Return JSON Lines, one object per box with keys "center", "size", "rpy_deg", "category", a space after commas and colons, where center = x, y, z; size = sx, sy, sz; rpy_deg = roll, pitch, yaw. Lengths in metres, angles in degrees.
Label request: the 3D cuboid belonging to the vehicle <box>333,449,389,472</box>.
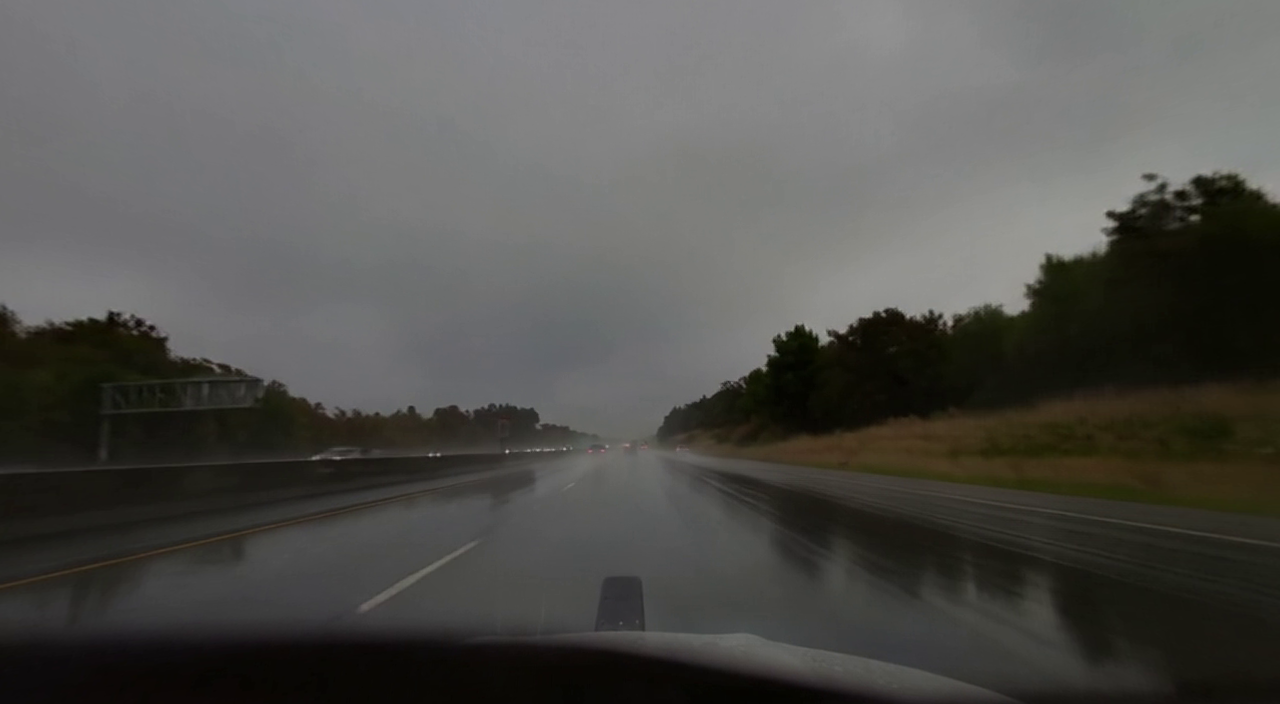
{"center": [-21.518, 8.366, 48.963], "size": [2.095, 1.699, 4.865], "rpy_deg": [0, -9, 0], "category": "vehicle"}
